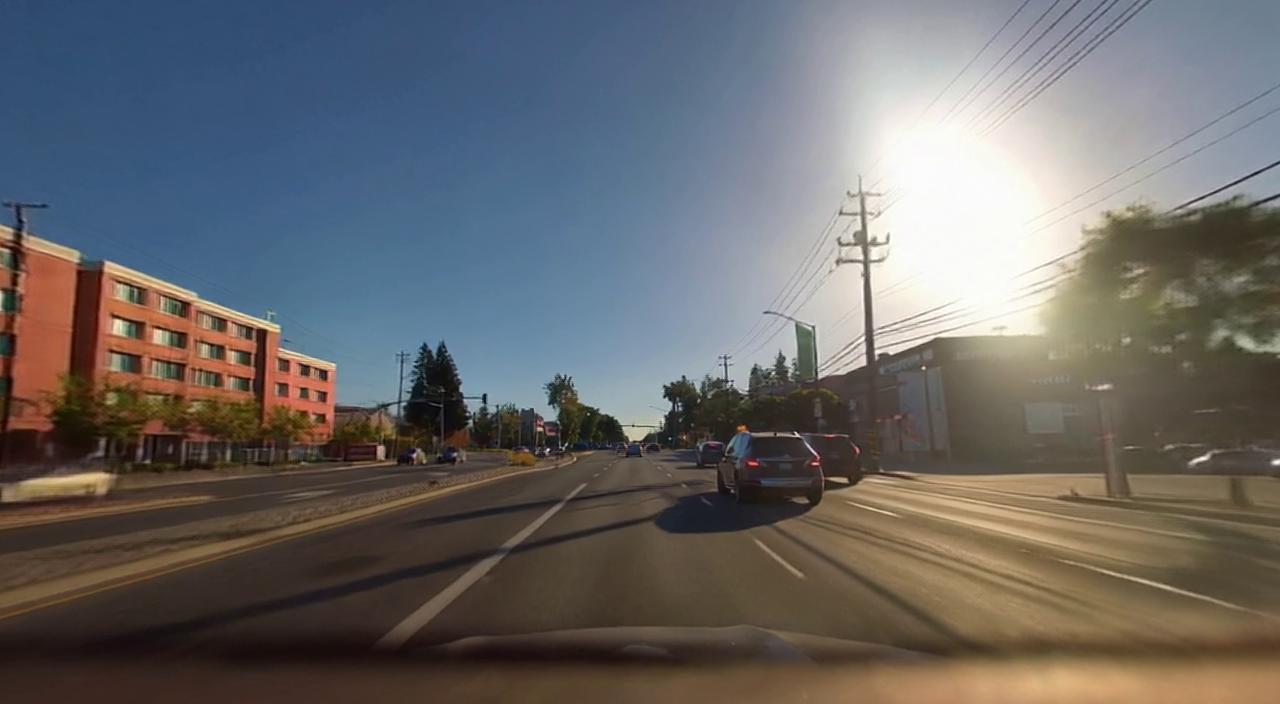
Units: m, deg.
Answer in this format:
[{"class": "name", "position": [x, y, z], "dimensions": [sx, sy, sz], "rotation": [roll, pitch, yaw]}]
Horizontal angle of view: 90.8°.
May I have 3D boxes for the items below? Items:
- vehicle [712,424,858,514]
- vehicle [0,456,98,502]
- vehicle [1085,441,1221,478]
[{"class": "vehicle", "position": [3.012, 2.556, 14.226], "dimensions": [2.128, 1.699, 4.222], "rotation": [0, -9, -2]}, {"class": "vehicle", "position": [-23.309, 4.726, 23.572], "dimensions": [1.985, 1.511, 4.772], "rotation": [-3, -8, -1]}, {"class": "vehicle", "position": [25.012, 5.257, 30.969], "dimensions": [4.798, 1.699, 2.039], "rotation": [0, -9, 1]}]
